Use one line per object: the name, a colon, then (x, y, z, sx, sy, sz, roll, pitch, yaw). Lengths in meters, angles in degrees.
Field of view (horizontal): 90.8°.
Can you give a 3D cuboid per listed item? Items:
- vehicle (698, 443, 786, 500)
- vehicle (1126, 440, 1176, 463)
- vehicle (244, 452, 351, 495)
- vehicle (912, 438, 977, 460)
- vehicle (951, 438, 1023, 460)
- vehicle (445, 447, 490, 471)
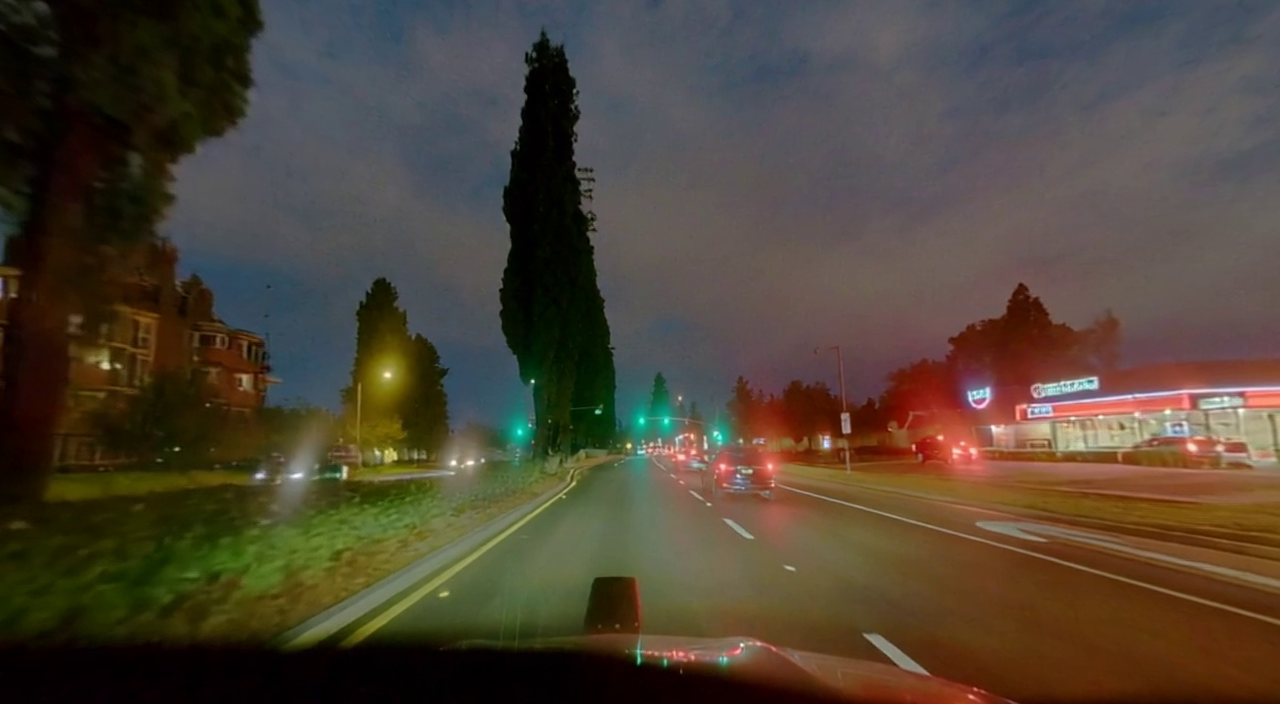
vehicle: (3.143, 3.754, 20.299, 2.041, 1.531, 4.236, 1, -8, -1)
vehicle: (40.226, 7.833, 49.795, 2.355, 1.684, 4.061, -4, -9, 30)
vehicle: (-14.284, 5.038, 26.664, 1.988, 1.527, 4.359, 0, -8, 2)
vehicle: (19.358, 6.161, 40.267, 3.361, 1.321, 1.571, 2, -8, -7)
vehicle: (19.277, 5.394, 35.157, 3.242, 1.165, 1.363, 1, -7, -5)
vehicle: (-13.298, 8.256, 49.016, 1.987, 1.579, 4.739, -3, -8, 2)
